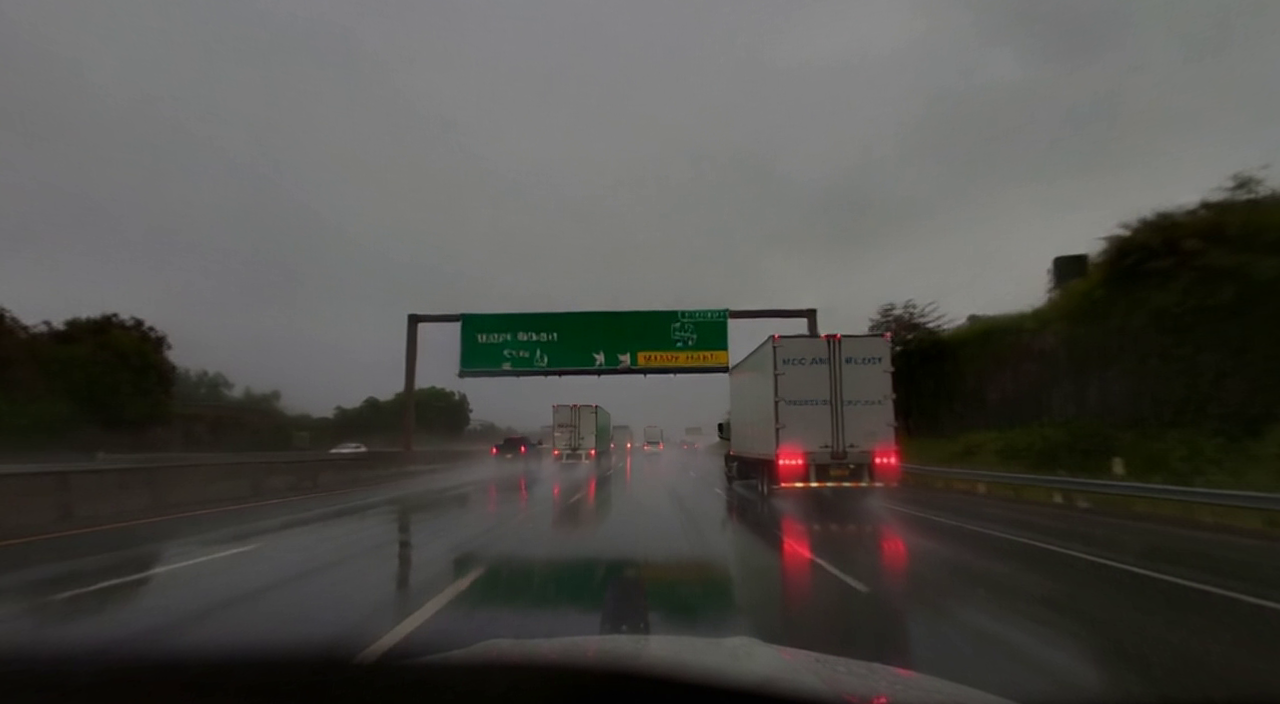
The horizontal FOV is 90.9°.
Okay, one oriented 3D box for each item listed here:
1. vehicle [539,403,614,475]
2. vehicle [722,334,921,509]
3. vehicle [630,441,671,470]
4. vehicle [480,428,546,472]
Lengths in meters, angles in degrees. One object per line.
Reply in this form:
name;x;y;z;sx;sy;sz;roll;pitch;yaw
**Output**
vehicle;-2.940;4.381;31.519;2.745;3.156;7.608;0;-9;2
vehicle;4.082;1.918;16.397;2.895;3.484;7.631;0;-9;0
vehicle;0.561;5.600;34.278;2.105;1.502;4.068;0;-9;1
vehicle;-6.824;5.347;34.596;2.322;2.195;5.556;0;-9;1
